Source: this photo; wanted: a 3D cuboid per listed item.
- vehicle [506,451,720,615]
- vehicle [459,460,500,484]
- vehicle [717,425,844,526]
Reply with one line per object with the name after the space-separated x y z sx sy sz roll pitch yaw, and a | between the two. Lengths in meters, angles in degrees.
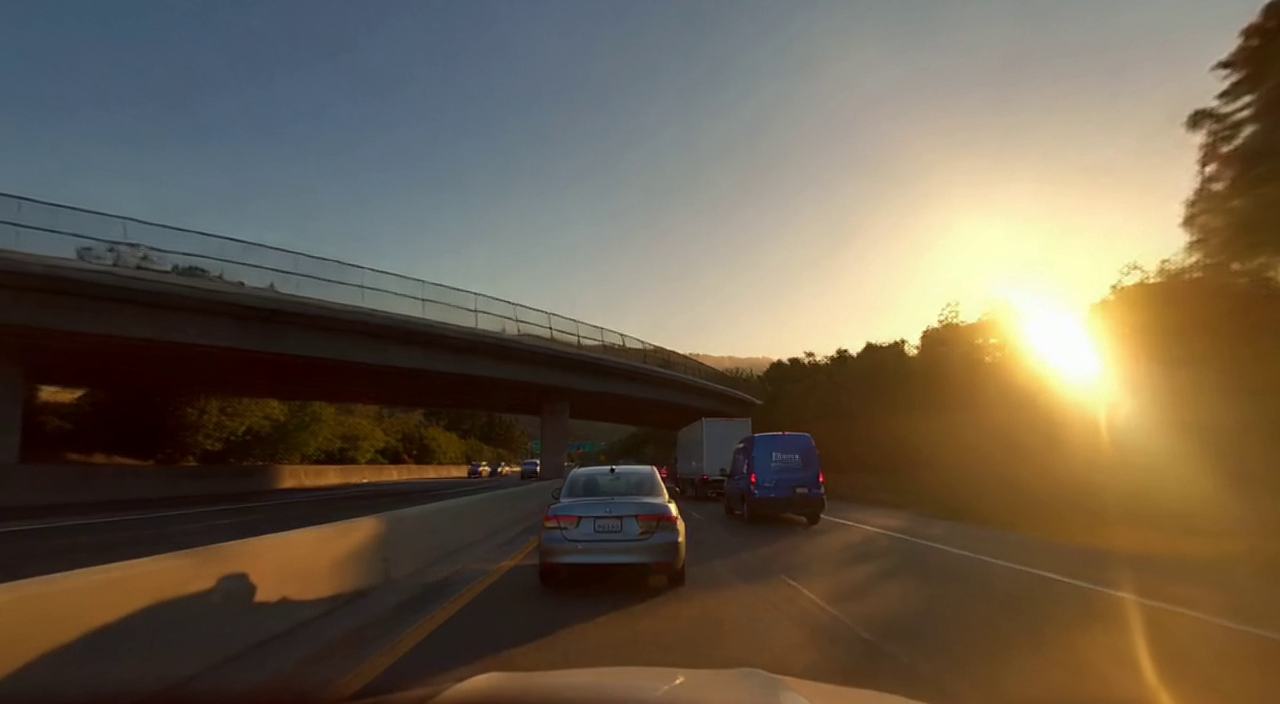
-0.275 2.015 7.644 1.980 1.493 3.410 1 -11 -1 | vehicle
-11.166 8.394 44.112 1.872 1.510 4.266 1 -11 -2 | vehicle
3.902 3.648 18.779 2.328 2.537 5.290 1 -11 -2 | vehicle
